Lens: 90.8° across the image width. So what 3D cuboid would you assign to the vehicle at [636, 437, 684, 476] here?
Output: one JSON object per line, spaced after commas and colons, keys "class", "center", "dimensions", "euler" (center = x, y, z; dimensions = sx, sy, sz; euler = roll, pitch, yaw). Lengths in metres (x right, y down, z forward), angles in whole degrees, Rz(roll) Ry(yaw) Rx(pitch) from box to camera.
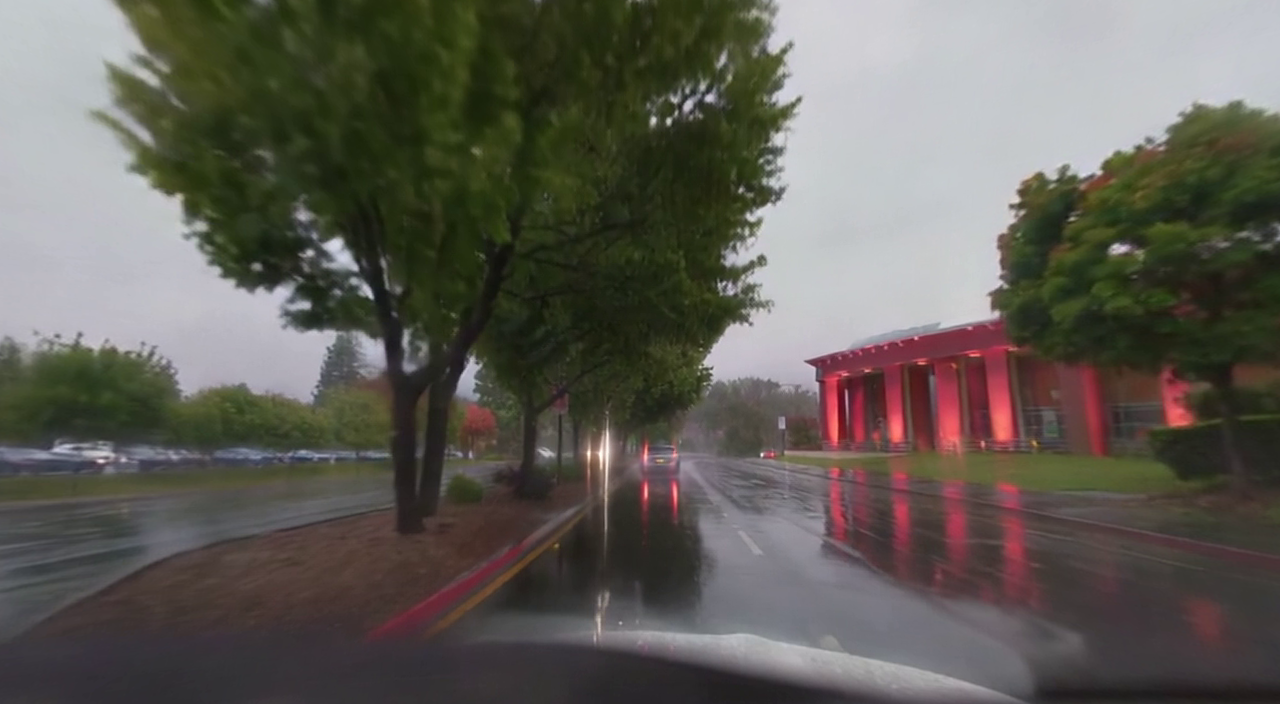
{"class": "vehicle", "center": [0.971, 4.988, 30.354], "dimensions": [2.123, 1.703, 4.292], "euler": [-1, -8, 2]}
